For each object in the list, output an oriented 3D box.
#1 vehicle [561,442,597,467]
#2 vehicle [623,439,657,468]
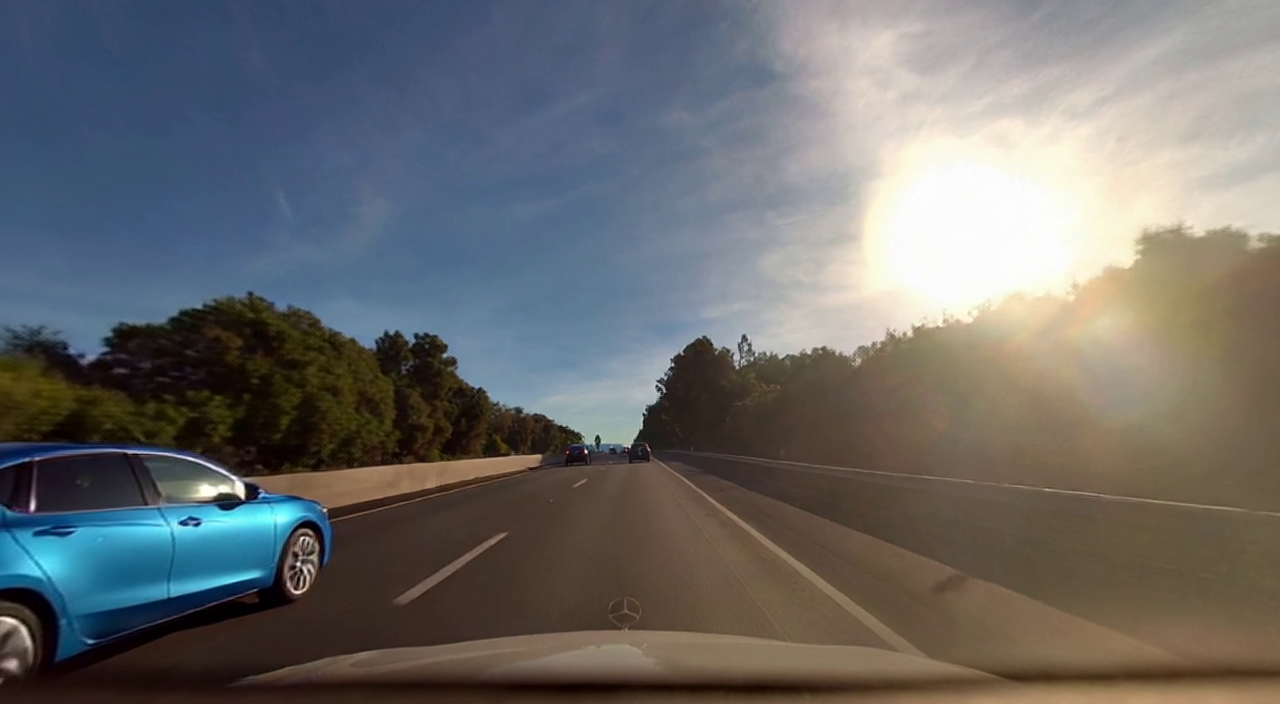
[{"bbox_3d":[-4.247,7.221,44.507,2.113,1.656,4.215,0,-9,0],"label":"vehicle"},{"bbox_3d":[-0.035,6.686,41.699,2.126,1.786,3.958,0,-9,-1],"label":"vehicle"}]
